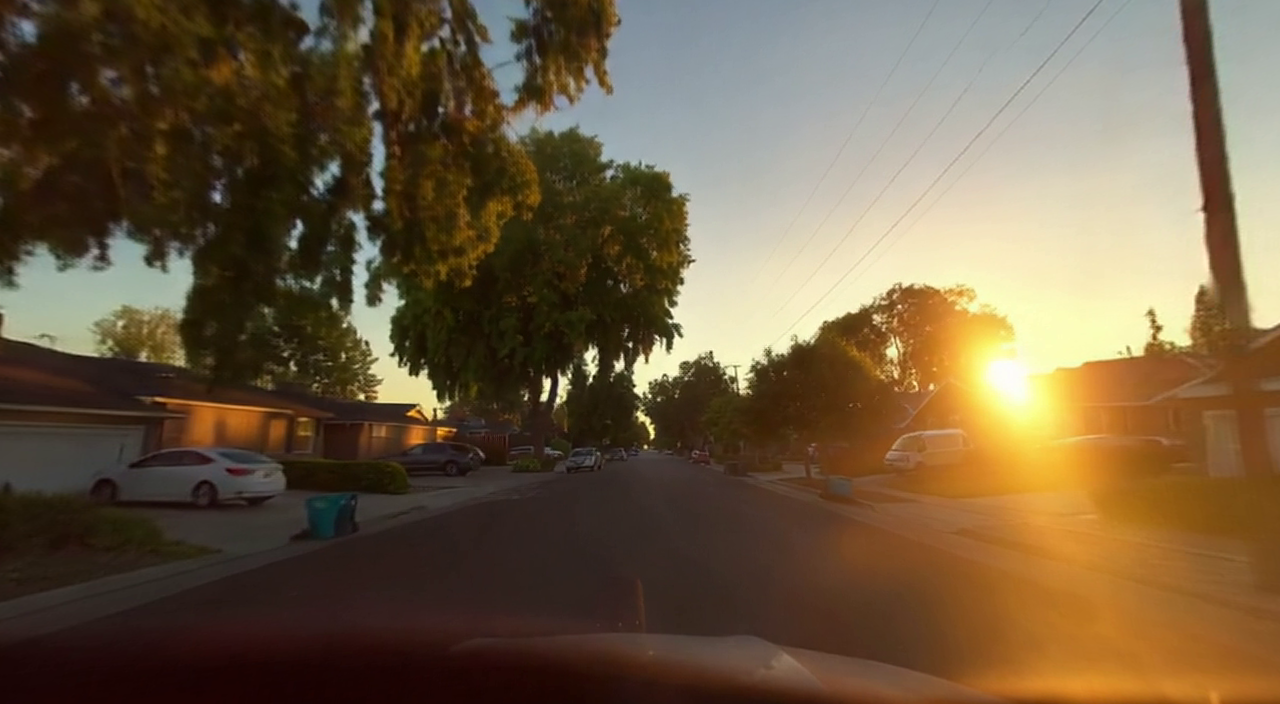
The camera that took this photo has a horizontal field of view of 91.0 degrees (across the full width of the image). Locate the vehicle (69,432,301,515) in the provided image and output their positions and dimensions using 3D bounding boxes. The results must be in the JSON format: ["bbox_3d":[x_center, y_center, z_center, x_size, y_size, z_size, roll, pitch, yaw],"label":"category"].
[{"bbox_3d":[-11.138,2.990,15.606,4.373,1.747,2.029,-4,-9,8],"label":"vehicle"}]

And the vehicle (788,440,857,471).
[{"bbox_3d":[11.045,6.281,38.302,3.647,1.784,1.650,-1,-9,3],"label":"vehicle"}]

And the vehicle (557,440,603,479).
[{"bbox_3d":[-4.133,7.471,44.210,2.482,2.054,5.323,1,-3,3],"label":"vehicle"}]

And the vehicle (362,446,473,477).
[{"bbox_3d":[-11.445,5.657,32.632,4.977,1.558,2.079,0,-9,2],"label":"vehicle"}]

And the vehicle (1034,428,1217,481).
[{"bbox_3d":[15.190,3.194,19.782,4.553,1.526,2.000,2,-9,-14],"label":"vehicle"}]

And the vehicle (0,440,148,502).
[{"bbox_3d":[-15.961,3.186,17.249,4.473,1.493,1.884,-4,-9,24],"label":"vehicle"}]
